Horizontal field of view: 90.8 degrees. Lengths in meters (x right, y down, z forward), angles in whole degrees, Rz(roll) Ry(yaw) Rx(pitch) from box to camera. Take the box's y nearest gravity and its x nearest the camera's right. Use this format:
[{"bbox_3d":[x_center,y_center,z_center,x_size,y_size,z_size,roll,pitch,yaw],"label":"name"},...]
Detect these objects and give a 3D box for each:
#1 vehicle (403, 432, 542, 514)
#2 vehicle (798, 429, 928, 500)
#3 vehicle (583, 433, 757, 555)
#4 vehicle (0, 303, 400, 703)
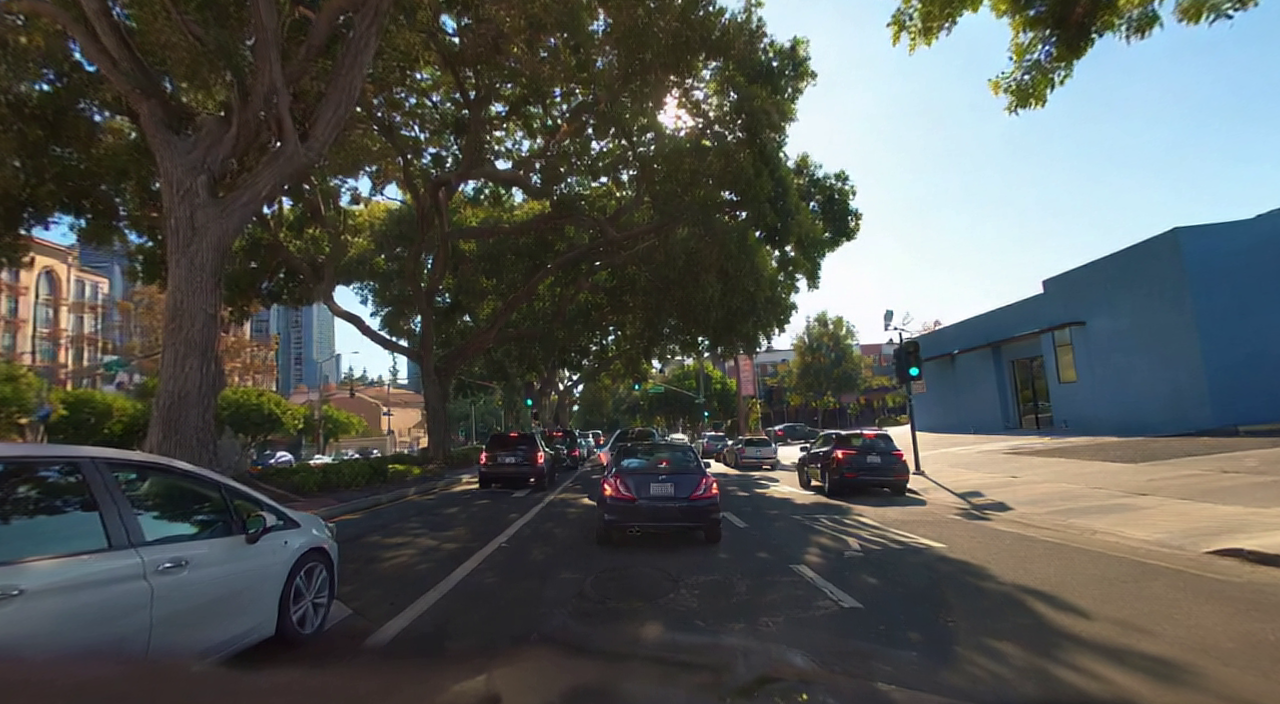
[{"bbox_3d":[-3.509,2.619,14.236,1.901,1.522,4.556,0,-9,0],"label":"vehicle"},{"bbox_3d":[6.342,3.256,18.664,2.025,1.808,4.579,0,-9,-2],"label":"vehicle"},{"bbox_3d":[0.270,1.995,9.567,2.095,1.438,3.843,0,-9,-3],"label":"vehicle"},{"bbox_3d":[-3.269,0.931,3.386,2.152,1.802,4.628,0,-9,0],"label":"vehicle"}]
